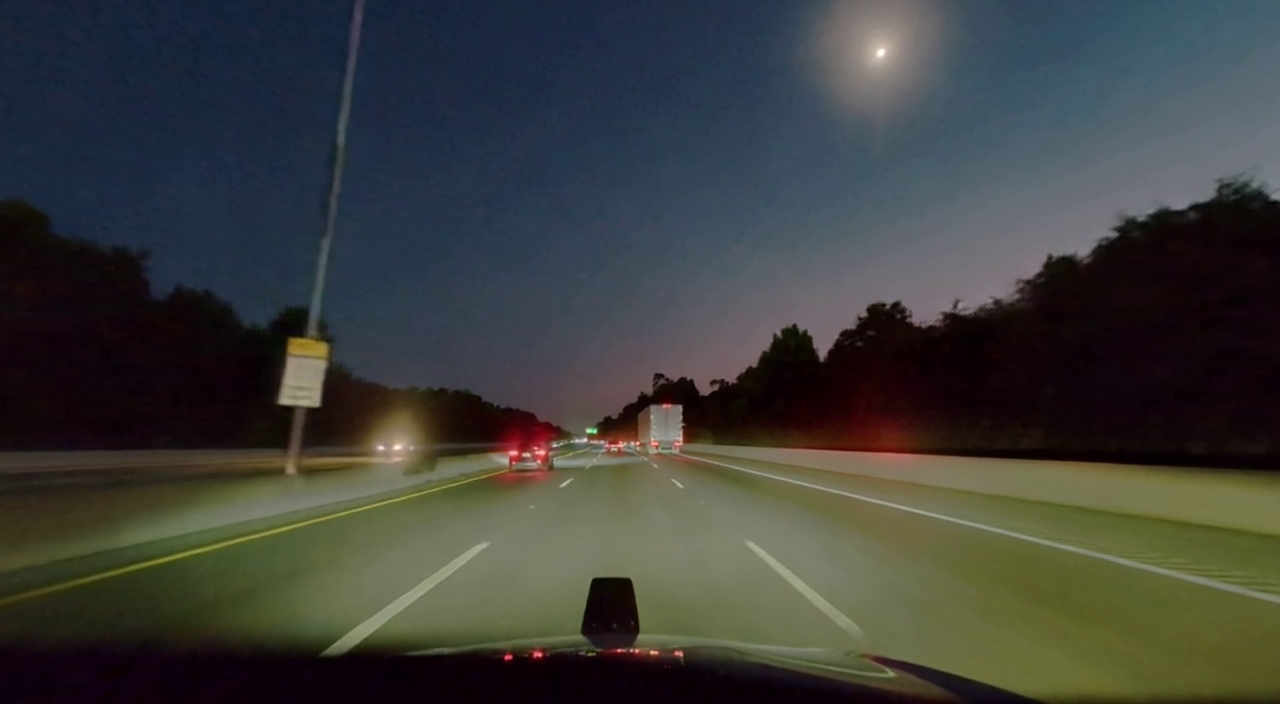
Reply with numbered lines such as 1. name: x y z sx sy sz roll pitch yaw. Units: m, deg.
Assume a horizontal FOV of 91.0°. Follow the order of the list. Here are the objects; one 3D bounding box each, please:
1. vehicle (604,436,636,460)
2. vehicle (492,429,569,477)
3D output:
1. vehicle: -1.446 6.762 44.469 2.125 1.542 3.816 0 -8 -3
2. vehicle: -4.318 4.098 25.747 2.377 1.747 4.703 0 -8 -1
